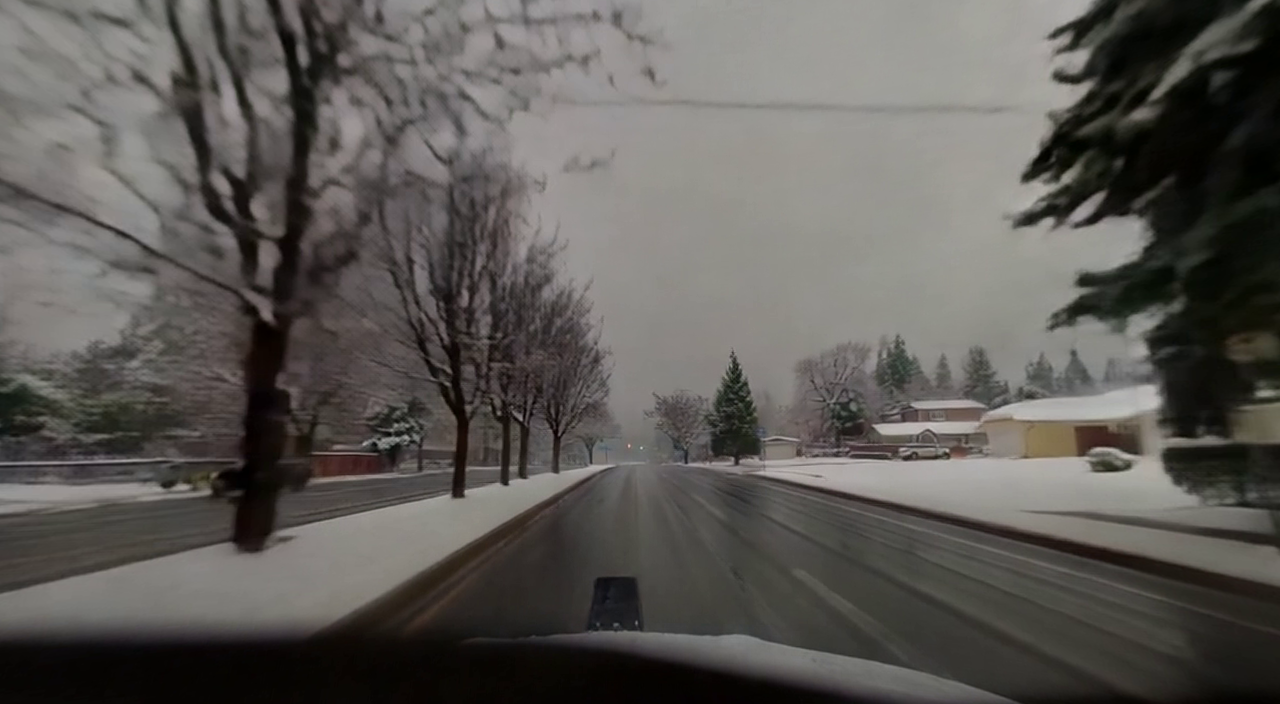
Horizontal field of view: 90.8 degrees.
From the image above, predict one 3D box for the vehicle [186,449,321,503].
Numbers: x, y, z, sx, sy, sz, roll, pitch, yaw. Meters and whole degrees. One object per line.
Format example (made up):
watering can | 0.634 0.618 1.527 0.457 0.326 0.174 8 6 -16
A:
vehicle | -12.427 4.016 20.758 2.068 1.502 4.643 0 -10 -8
